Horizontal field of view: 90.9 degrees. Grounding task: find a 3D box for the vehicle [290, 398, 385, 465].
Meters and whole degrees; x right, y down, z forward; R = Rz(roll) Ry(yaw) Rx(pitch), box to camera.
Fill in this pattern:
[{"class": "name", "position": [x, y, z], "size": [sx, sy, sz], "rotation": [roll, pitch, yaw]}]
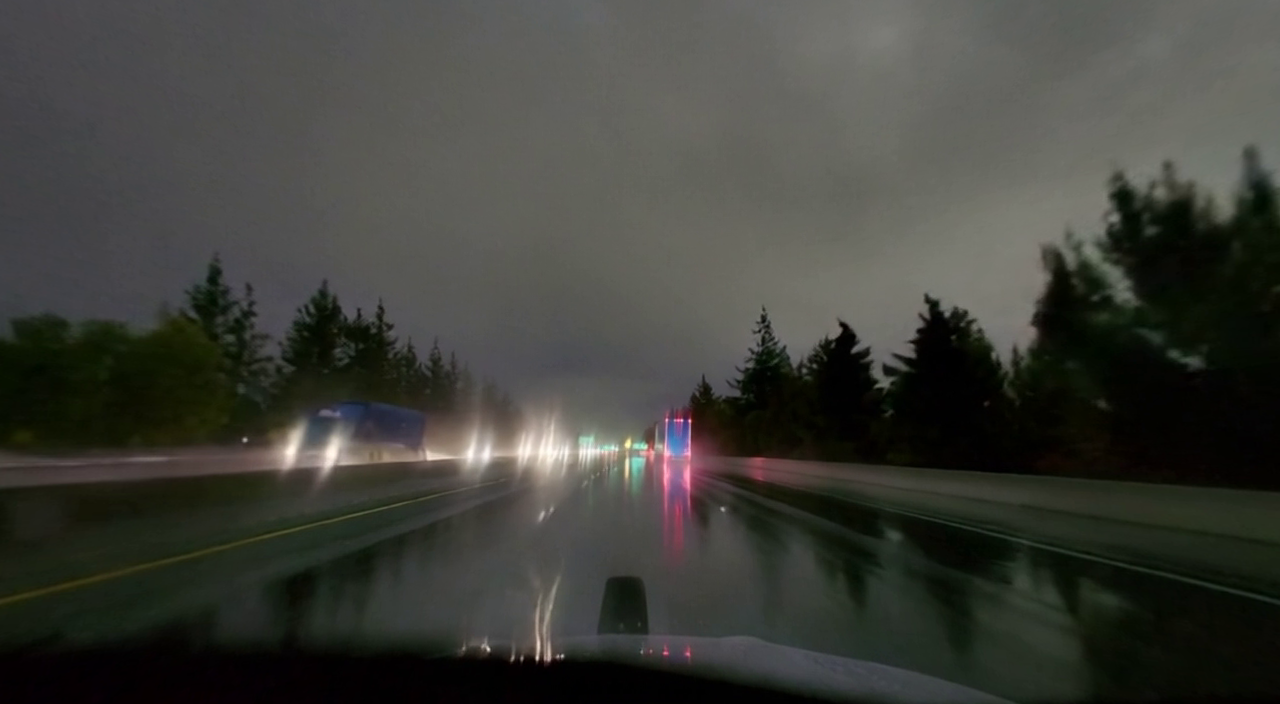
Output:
[{"class": "vehicle", "position": [-20.143, 5.452, 42.469], "size": [3.050, 4.121, 6.527], "rotation": [0, -9, -1]}]
